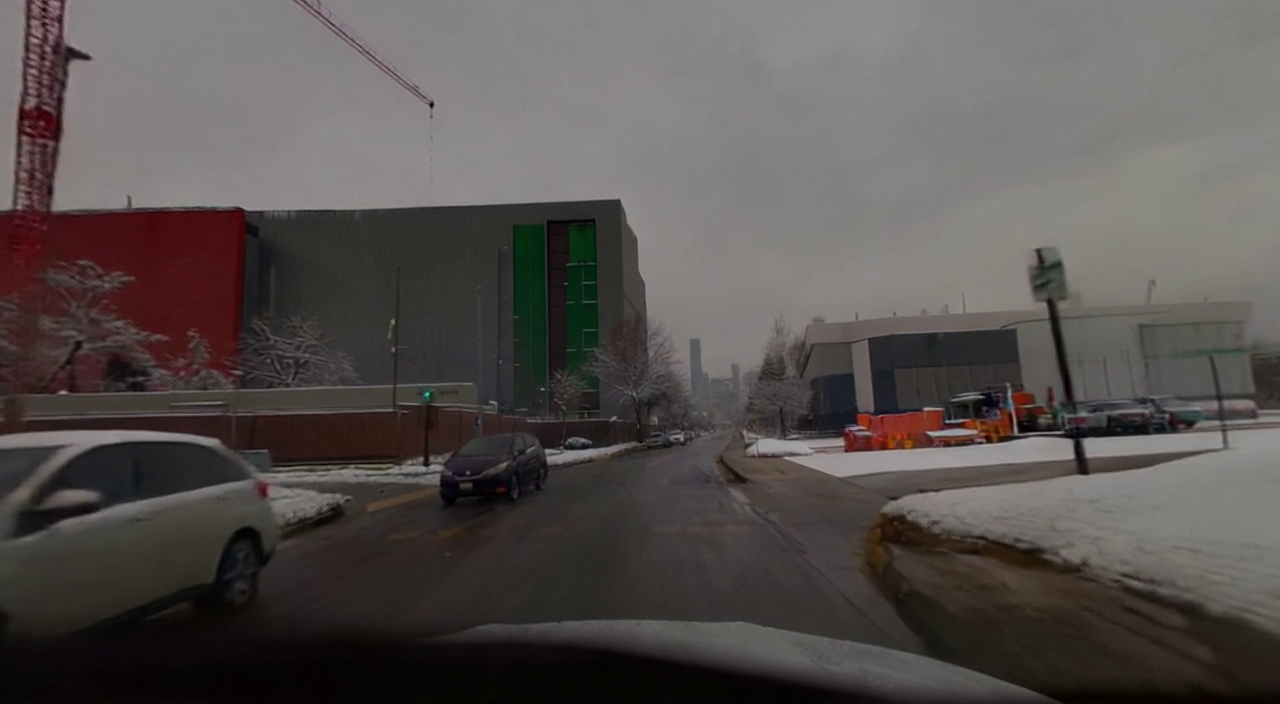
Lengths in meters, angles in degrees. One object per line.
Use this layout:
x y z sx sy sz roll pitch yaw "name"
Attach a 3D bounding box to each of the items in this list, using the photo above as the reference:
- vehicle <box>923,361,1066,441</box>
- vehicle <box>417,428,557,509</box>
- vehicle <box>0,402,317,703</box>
19.280 2.992 35.306 3.031 3.863 9.734 -1 -8 5 "vehicle"
-3.469 2.706 15.243 1.967 1.646 4.192 -1 -8 6 "vehicle"
-3.902 1.229 4.299 1.736 1.610 2.874 -1 -8 3 "vehicle"
